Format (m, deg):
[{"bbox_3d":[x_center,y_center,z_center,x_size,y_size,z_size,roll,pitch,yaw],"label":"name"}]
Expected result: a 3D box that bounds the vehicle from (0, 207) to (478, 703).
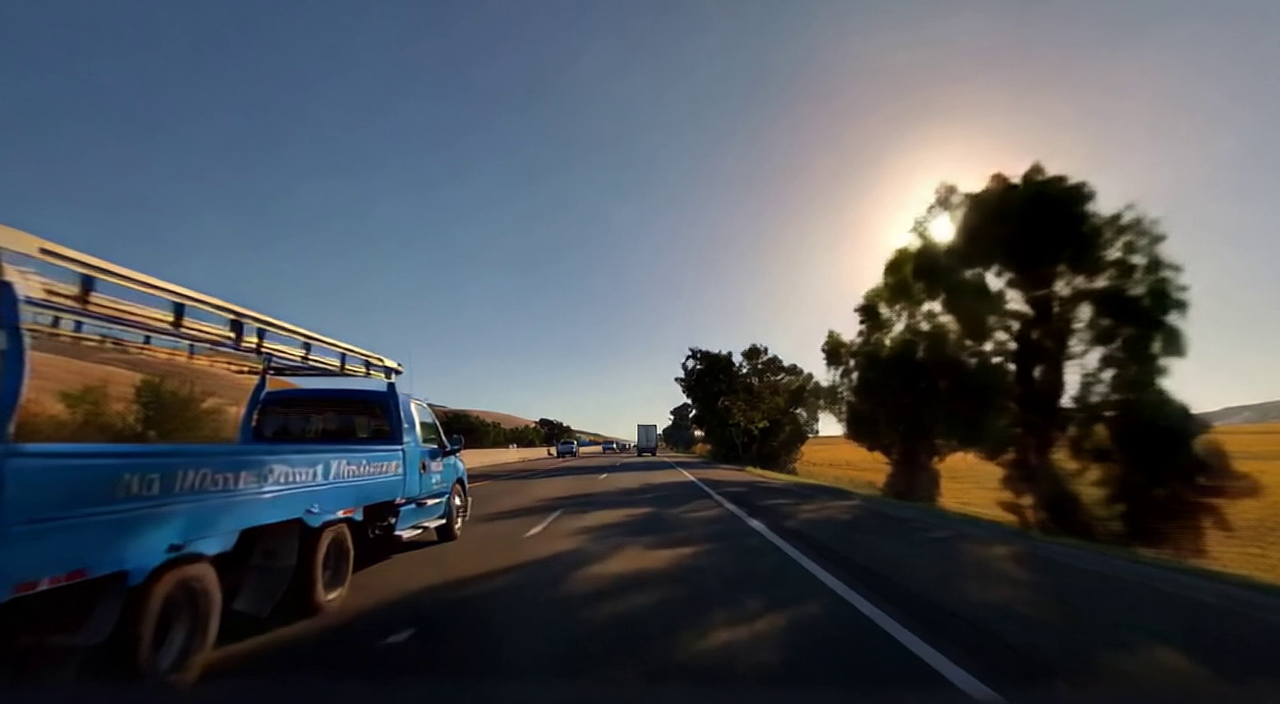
[{"bbox_3d":[-3.775,1.066,5.676,2.791,2.330,6.725,0,-8,0],"label":"vehicle"}]
